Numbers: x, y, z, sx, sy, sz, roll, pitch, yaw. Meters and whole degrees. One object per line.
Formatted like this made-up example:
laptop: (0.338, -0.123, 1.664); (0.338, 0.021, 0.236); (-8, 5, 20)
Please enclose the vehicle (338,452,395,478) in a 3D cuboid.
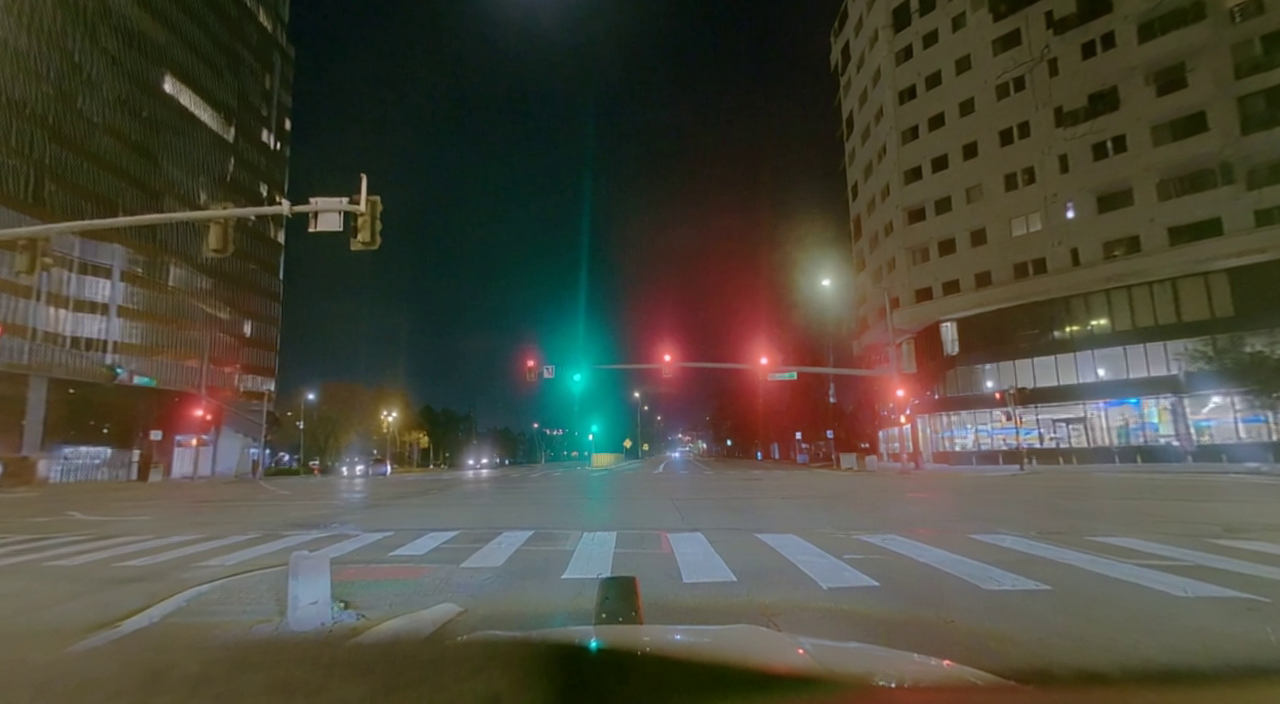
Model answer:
vehicle: (-18.834, 7.799, 43.761); (1.933, 1.664, 4.255); (0, -9, 1)
